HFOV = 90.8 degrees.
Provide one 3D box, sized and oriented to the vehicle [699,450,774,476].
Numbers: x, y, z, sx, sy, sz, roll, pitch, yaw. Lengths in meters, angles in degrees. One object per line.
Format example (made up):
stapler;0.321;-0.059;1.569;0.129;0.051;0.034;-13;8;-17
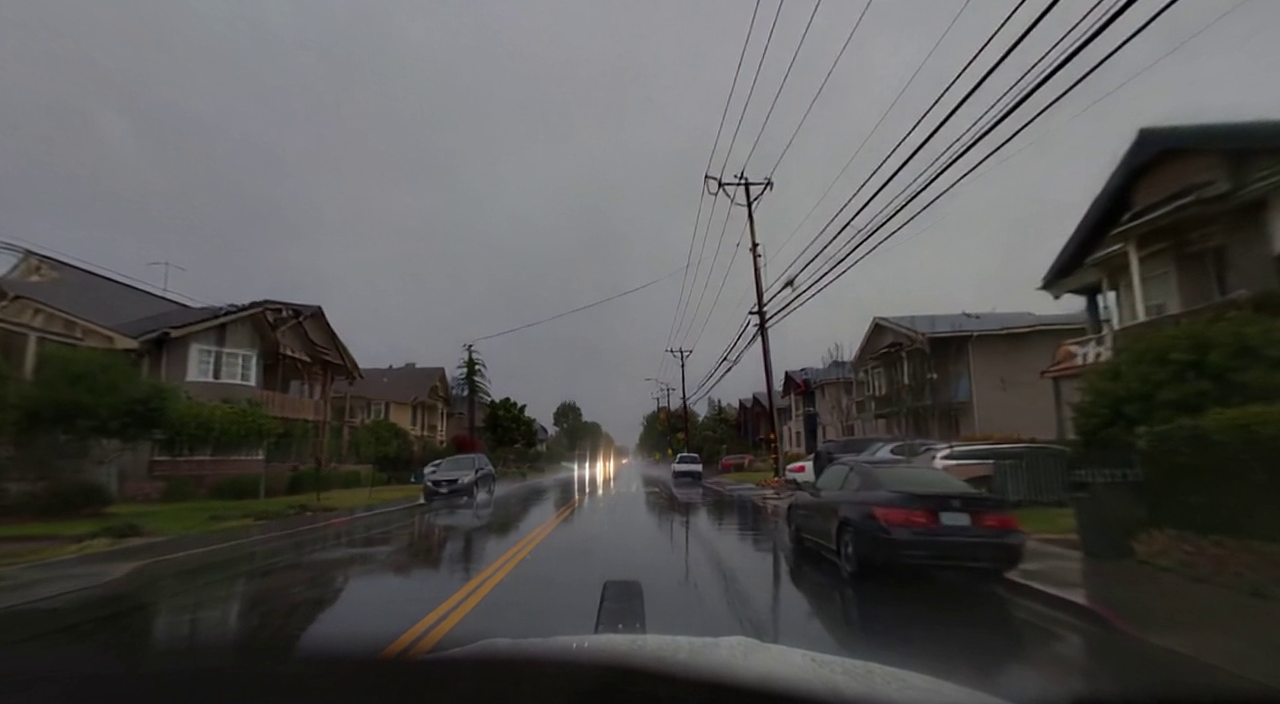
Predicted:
vehicle;7.156;8.323;47.457;5.288;1.871;2.148;0;-9;0

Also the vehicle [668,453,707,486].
vehicle;2.719;6.855;37.151;1.945;1.792;3.903;0;-9;-1

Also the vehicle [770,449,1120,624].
vehicle;3.201;1.990;7.885;2.076;1.513;4.305;0;-9;-2

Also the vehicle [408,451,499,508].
vehicle;-6.585;4.530;22.875;2.056;1.741;4.532;-2;-10;-2
